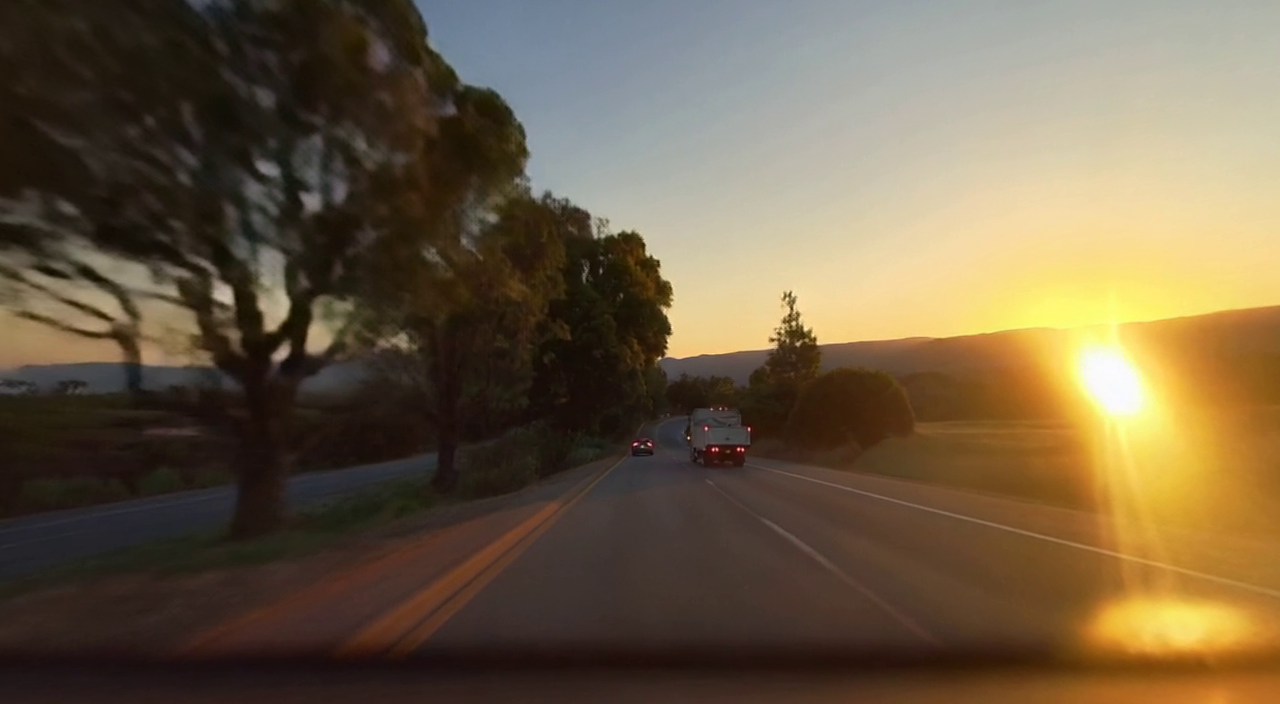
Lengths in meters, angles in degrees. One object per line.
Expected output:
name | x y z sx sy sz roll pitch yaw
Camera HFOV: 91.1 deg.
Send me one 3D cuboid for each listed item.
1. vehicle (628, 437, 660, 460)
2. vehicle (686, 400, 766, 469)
vehicle | 0.291 6.781 44.235 2.170 1.544 4.373 0 -8 0
vehicle | 4.337 4.473 33.555 3.015 3.211 7.982 0 -8 -1
